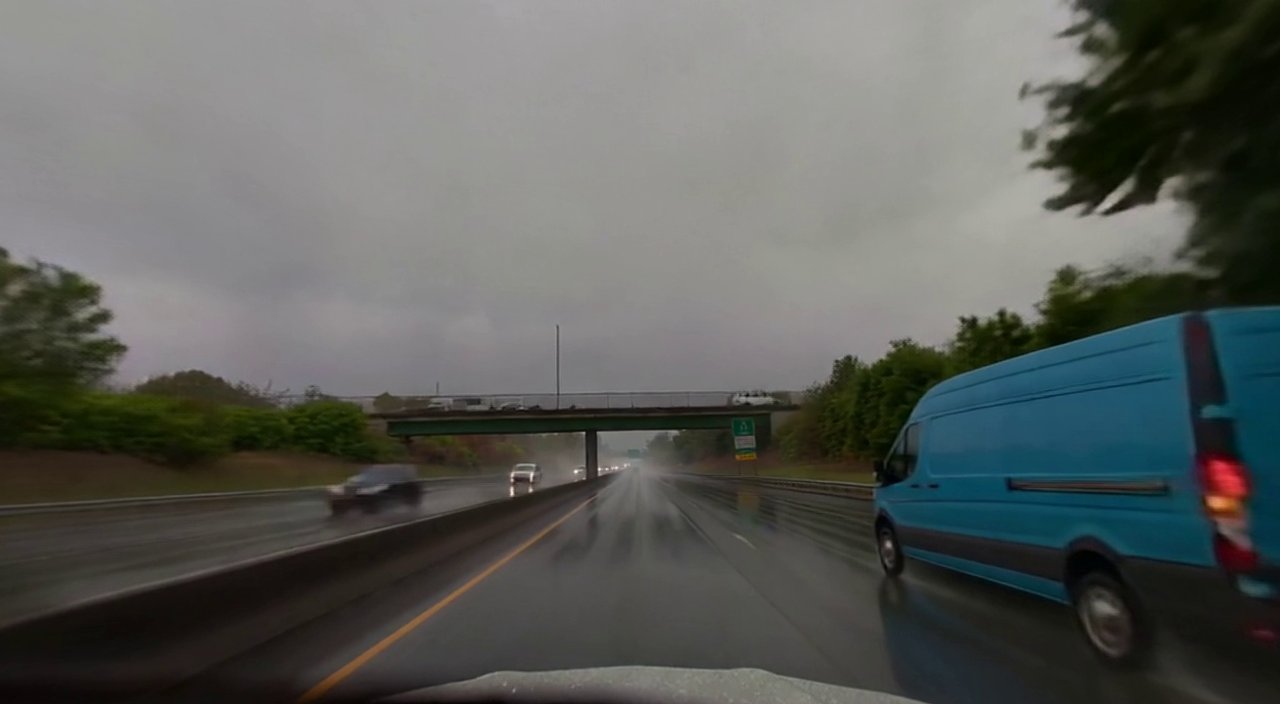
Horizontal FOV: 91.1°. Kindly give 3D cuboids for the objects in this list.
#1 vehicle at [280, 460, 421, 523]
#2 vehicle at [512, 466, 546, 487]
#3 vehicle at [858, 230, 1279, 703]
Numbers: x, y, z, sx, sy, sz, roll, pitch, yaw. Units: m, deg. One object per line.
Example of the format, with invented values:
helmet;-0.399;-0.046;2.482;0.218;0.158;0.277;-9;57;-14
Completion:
vehicle;-7.969;3.871;17.826;1.947;1.513;4.250;1;-10;0
vehicle;-8.606;9.706;49.064;1.872;1.514;4.101;1;-10;0
vehicle;4.564;1.183;6.135;2.372;2.581;6.763;1;-10;0
